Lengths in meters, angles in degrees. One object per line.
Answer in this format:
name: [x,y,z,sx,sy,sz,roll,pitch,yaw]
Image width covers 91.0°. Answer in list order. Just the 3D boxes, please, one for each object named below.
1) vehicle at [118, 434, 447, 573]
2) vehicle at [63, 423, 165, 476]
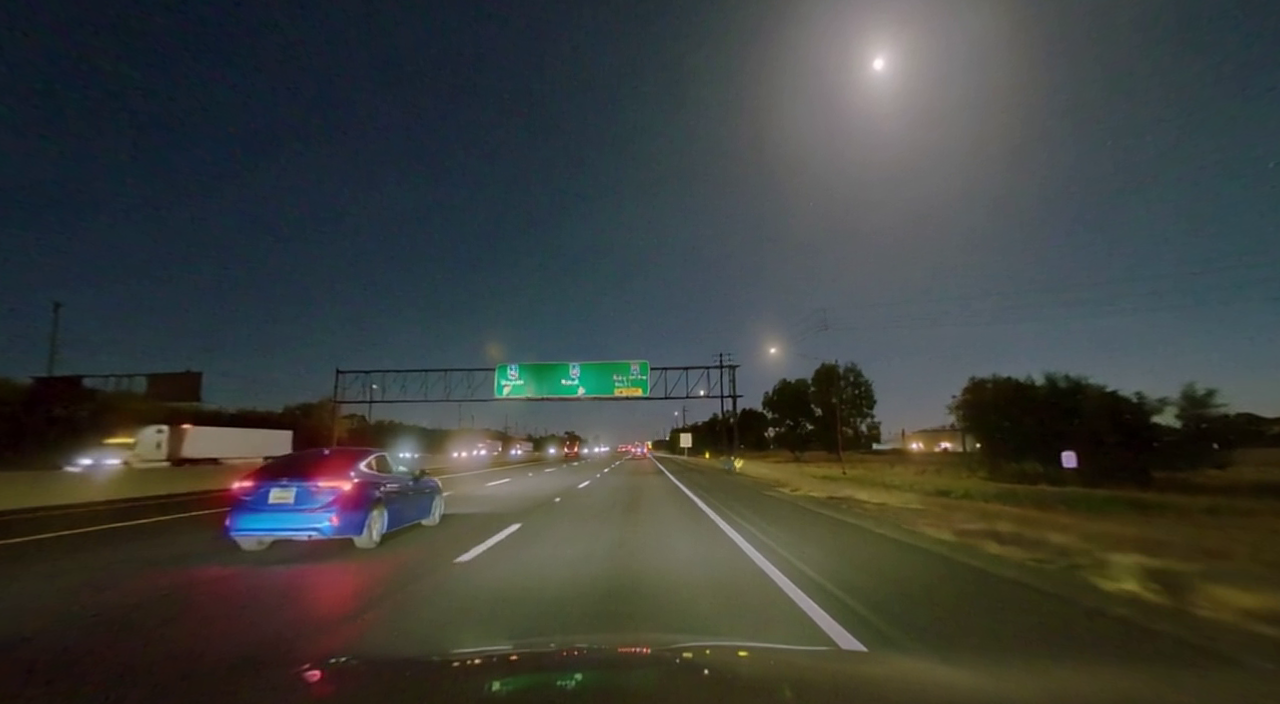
vehicle: [-4.606,2.000,9.166,2.104,1.501,4.459,0,-9,1]
vehicle: [-40.683,7.579,48.999,2.871,3.889,5.491,0,-9,0]
